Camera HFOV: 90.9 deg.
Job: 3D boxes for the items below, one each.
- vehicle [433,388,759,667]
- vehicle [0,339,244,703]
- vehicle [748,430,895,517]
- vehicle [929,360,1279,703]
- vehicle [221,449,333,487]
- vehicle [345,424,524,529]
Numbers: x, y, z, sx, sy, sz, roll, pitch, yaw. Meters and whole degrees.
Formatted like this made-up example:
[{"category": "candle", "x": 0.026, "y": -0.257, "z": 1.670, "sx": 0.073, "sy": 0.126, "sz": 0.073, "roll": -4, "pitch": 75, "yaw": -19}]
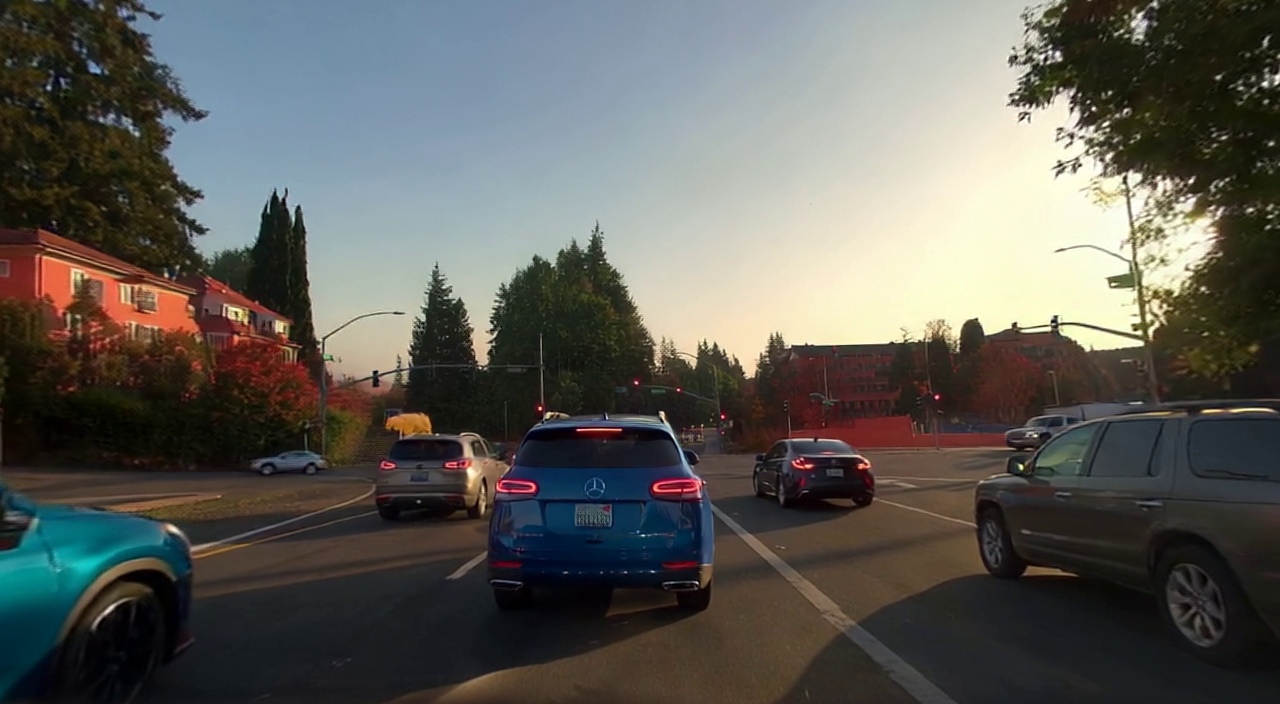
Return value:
[{"category": "vehicle", "x": -0.178, "y": 1.382, "z": 6.026, "sx": 2.022, "sy": 1.700, "sz": 4.084, "roll": 0, "pitch": -8, "yaw": 3}, {"category": "vehicle", "x": -3.468, "y": 0.697, "z": 1.514, "sx": 2.047, "sy": 1.741, "sz": 4.470, "roll": 0, "pitch": -8, "yaw": 1}, {"category": "vehicle", "x": 3.625, "y": 2.495, "z": 13.397, "sx": 1.847, "sy": 1.554, "sz": 3.885, "roll": 0, "pitch": -8, "yaw": -2}, {"category": "vehicle", "x": 4.157, "y": 1.192, "z": 4.802, "sx": 2.014, "sy": 1.740, "sz": 4.515, "roll": -1, "pitch": -8, "yaw": 4}, {"category": "vehicle", "x": -15.626, "y": 4.998, "z": 27.496, "sx": 1.989, "sy": 1.461, "sz": 4.615, "roll": 0, "pitch": -8, "yaw": 2}, {"category": "vehicle", "x": -3.761, "y": 2.359, "z": 12.513, "sx": 2.012, "sy": 1.701, "sz": 4.316, "roll": 0, "pitch": -8, "yaw": 1}]
